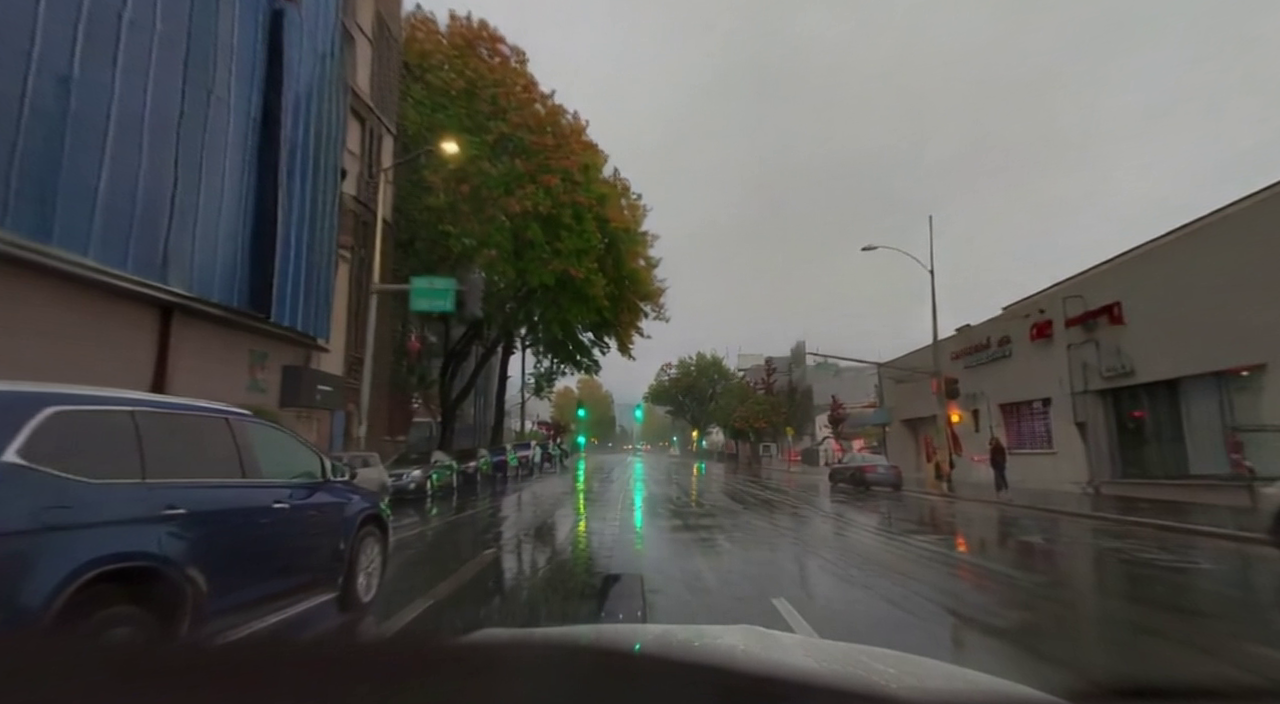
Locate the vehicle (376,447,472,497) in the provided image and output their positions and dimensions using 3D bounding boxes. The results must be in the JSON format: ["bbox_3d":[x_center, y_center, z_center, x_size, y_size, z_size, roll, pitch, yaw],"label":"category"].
[{"bbox_3d":[-7.013,3.909,21.025,1.788,1.464,4.135,0,-8,-1],"label":"vehicle"}]

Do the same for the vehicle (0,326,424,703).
[{"bbox_3d":[-3.122,1.075,3.936,2.002,1.756,4.366,0,-8,0],"label":"vehicle"}]

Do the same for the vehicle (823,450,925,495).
[{"bbox_3d":[8.754,4.513,24.118,1.954,1.478,4.625,0,-8,-2],"label":"vehicle"}]

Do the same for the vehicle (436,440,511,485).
[{"bbox_3d":[-6.890,4.590,26.576,1.848,1.710,4.354,-1,-8,2],"label":"vehicle"}]
